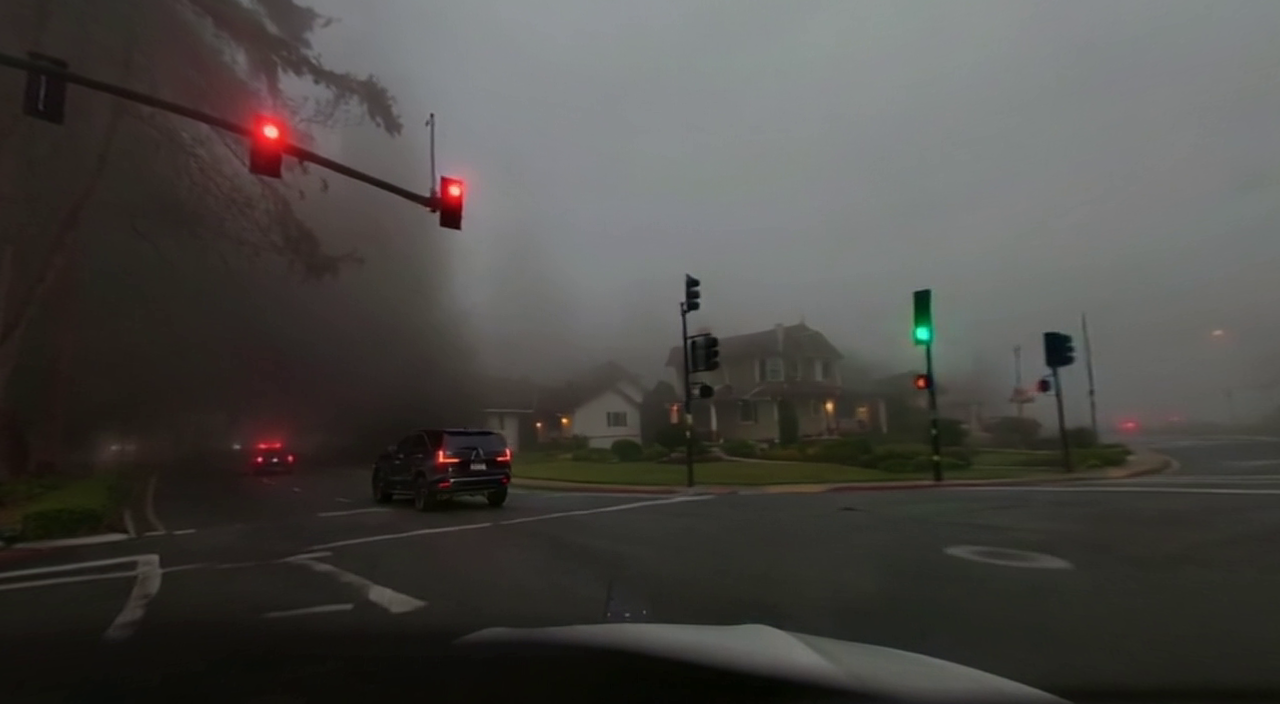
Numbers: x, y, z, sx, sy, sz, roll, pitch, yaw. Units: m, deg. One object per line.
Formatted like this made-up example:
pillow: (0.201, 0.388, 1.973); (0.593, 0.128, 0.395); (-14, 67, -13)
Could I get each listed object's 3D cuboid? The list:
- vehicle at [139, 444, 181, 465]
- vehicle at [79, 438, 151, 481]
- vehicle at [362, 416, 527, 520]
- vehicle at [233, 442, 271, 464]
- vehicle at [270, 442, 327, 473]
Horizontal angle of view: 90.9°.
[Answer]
vehicle: (-36.064, 7.687, 47.438); (1.976, 1.461, 3.642); (5, -10, -30)
vehicle: (-23.242, 4.723, 28.057); (2.063, 1.721, 4.261); (6, -10, -35)
vehicle: (-4.452, 2.445, 13.823); (2.141, 1.833, 4.704); (5, -10, -33)
vehicle: (-27.666, 7.175, 44.900); (1.854, 1.520, 3.759); (6, -10, -36)
vehicle: (-17.709, 5.391, 32.558); (1.983, 1.433, 4.558); (5, -10, -34)
